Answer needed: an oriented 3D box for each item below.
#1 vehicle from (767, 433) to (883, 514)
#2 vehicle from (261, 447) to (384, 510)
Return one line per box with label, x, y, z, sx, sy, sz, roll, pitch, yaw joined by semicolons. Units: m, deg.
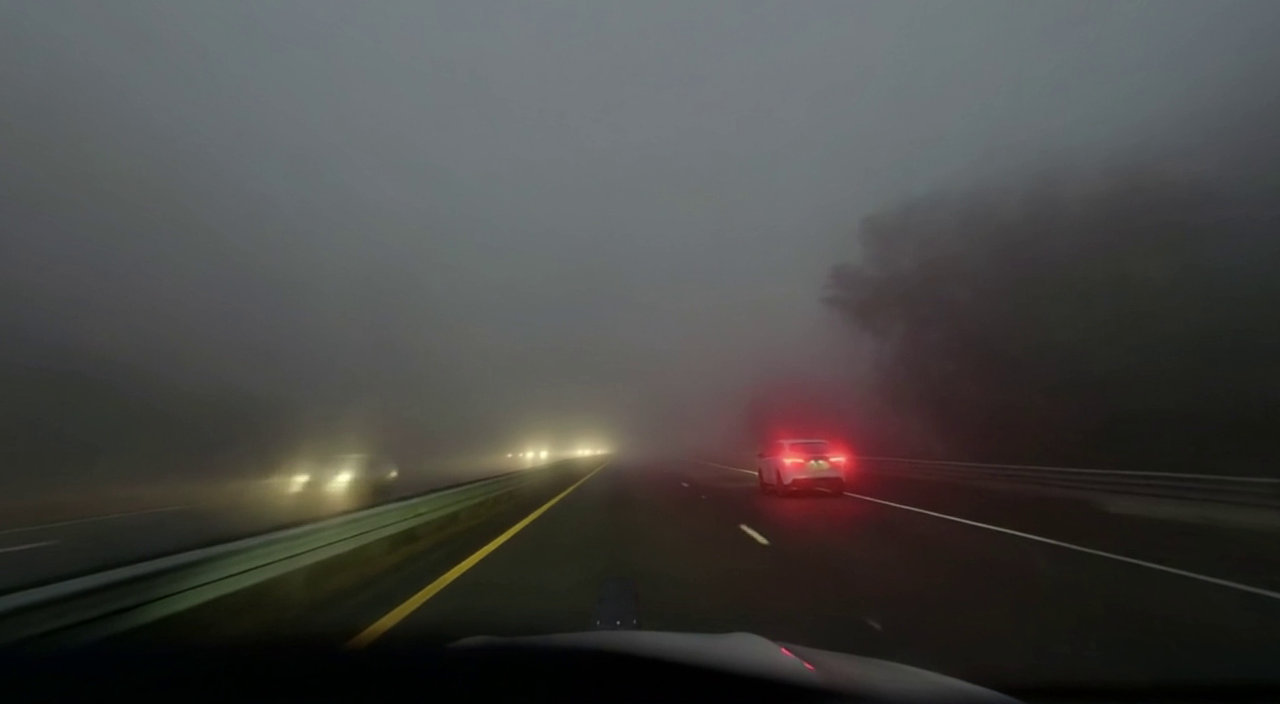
vehicle;4.038;2.699;14.410;2.001;1.555;4.098;-2;-9;9
vehicle;-9.176;3.651;18.551;1.956;1.583;4.227;1;-9;-9
